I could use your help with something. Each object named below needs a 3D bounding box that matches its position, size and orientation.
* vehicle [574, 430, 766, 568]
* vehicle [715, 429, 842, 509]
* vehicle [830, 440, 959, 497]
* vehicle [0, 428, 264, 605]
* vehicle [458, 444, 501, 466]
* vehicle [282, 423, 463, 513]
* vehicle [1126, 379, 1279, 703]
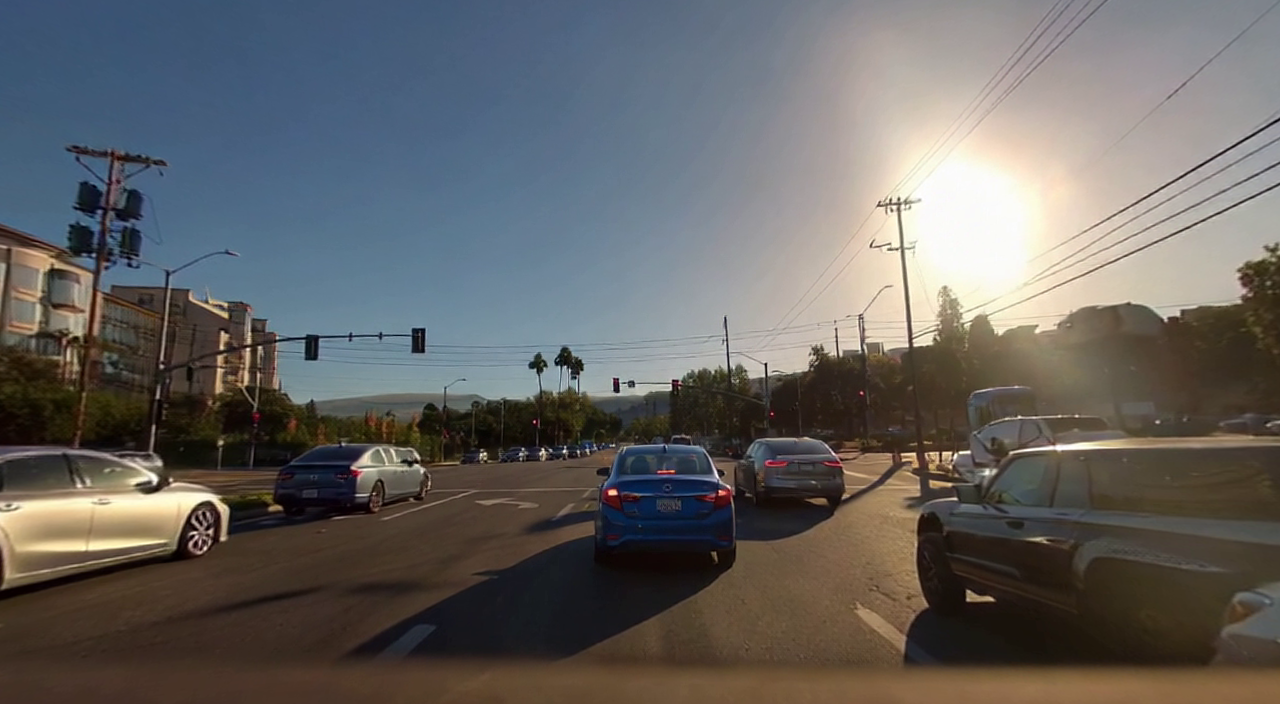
[{"bbox_3d":[0.318,1.910,8.977,2.109,1.483,3.964,0,-8,0],"label":"vehicle"},{"bbox_3d":[3.234,2.831,15.770,2.042,1.676,4.364,0,-8,-2],"label":"vehicle"},{"bbox_3d":[7.263,3.334,18.572,1.867,1.459,4.436,0,-8,-1],"label":"vehicle"},{"bbox_3d":[-6.409,1.594,6.649,1.955,1.497,4.639,-1,-8,1],"label":"vehicle"},{"bbox_3d":[-12.384,7.971,48.940,2.031,1.578,4.297,-1,-8,2],"label":"vehicle"},{"bbox_3d":[-6.252,2.764,15.621,2.070,1.824,5.196,-1,-8,2],"label":"vehicle"},{"bbox_3d":[3.067,0.639,0.636,1.870,1.523,4.096,-1,-8,0],"label":"vehicle"}]
